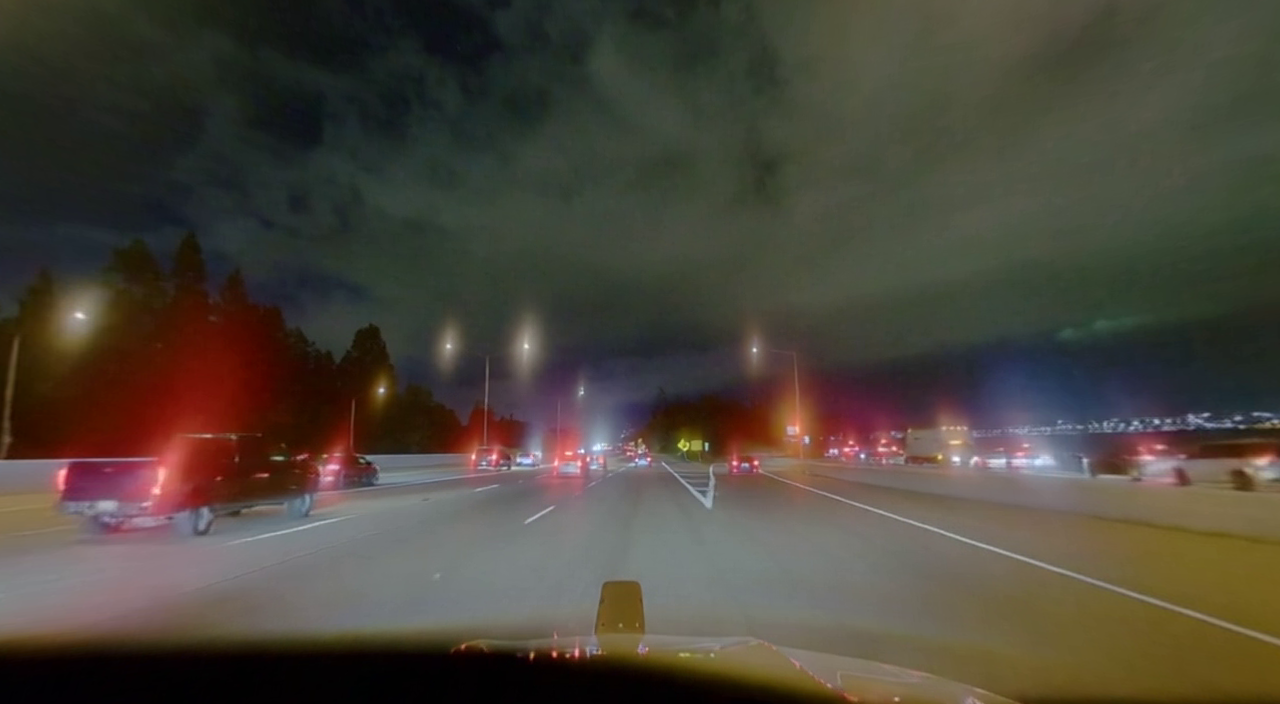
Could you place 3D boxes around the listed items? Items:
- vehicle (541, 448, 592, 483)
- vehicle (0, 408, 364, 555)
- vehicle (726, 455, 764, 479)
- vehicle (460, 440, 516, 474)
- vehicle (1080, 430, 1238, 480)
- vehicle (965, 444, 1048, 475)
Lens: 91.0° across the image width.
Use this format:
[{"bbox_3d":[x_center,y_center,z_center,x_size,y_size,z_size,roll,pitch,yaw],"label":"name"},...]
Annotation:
[{"bbox_3d":[-3.910,6.127,34.360,2.132,1.708,4.571,0,-9,1],"label":"vehicle"},{"bbox_3d":[-7.304,2.090,10.973,2.250,1.870,5.647,0,-9,2],"label":"vehicle"},{"bbox_3d":[7.160,7.886,43.375,2.153,1.510,4.646,0,-9,4],"label":"vehicle"},{"bbox_3d":[-10.683,7.424,44.843,2.442,2.191,5.760,0,-9,1],"label":"vehicle"},{"bbox_3d":[24.428,4.902,30.159,2.456,2.117,6.561,-1,-9,5],"label":"vehicle"},{"bbox_3d":[21.992,6.443,38.102,2.097,1.692,5.148,-1,-8,3],"label":"vehicle"}]
